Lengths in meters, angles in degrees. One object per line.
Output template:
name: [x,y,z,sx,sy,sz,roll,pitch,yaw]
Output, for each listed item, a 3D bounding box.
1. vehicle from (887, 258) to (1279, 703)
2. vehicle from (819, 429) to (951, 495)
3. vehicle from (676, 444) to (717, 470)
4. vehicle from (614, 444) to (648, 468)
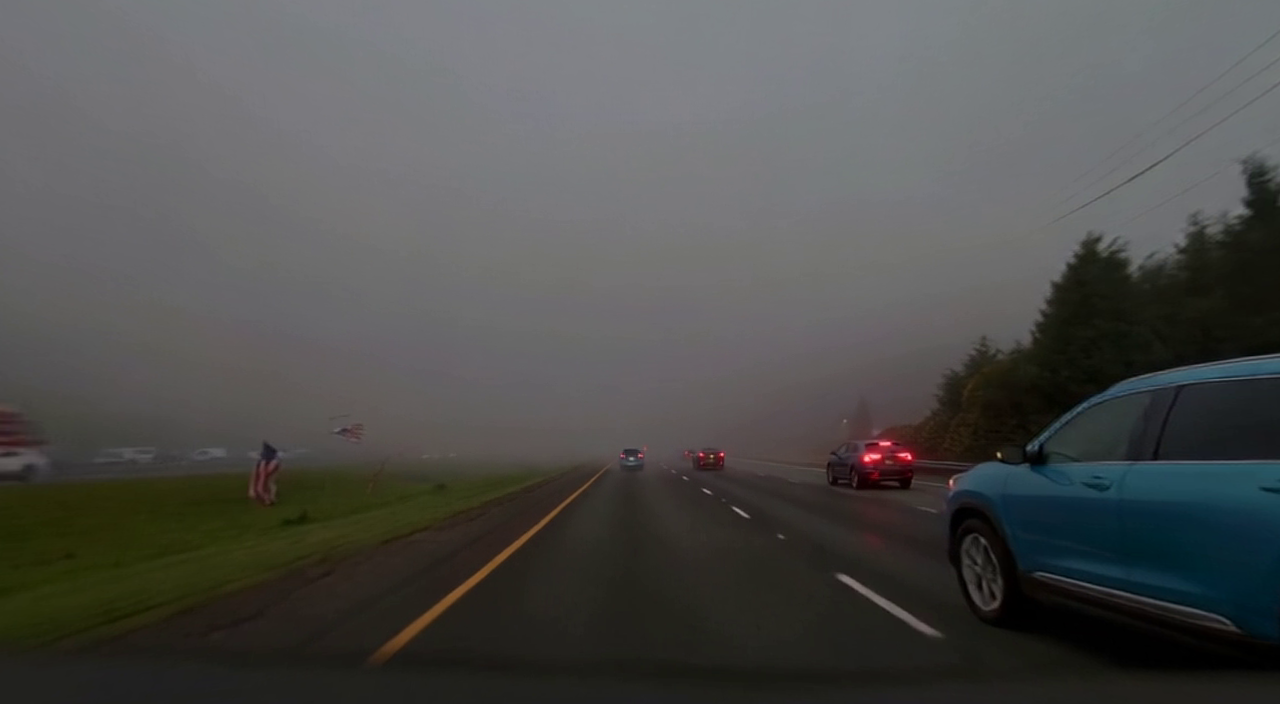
vehicle: [3.700,0.744,3.080,2.461,2.013,6.075,0,-8,-1]
vehicle: [7.392,3.369,19.745,2.114,1.800,4.779,0,-8,-1]
vehicle: [3.361,6.323,38.270,1.978,1.488,4.252,0,-8,-2]
vehicle: [-0.590,6.839,41.700,2.085,1.449,3.860,0,-8,-1]
